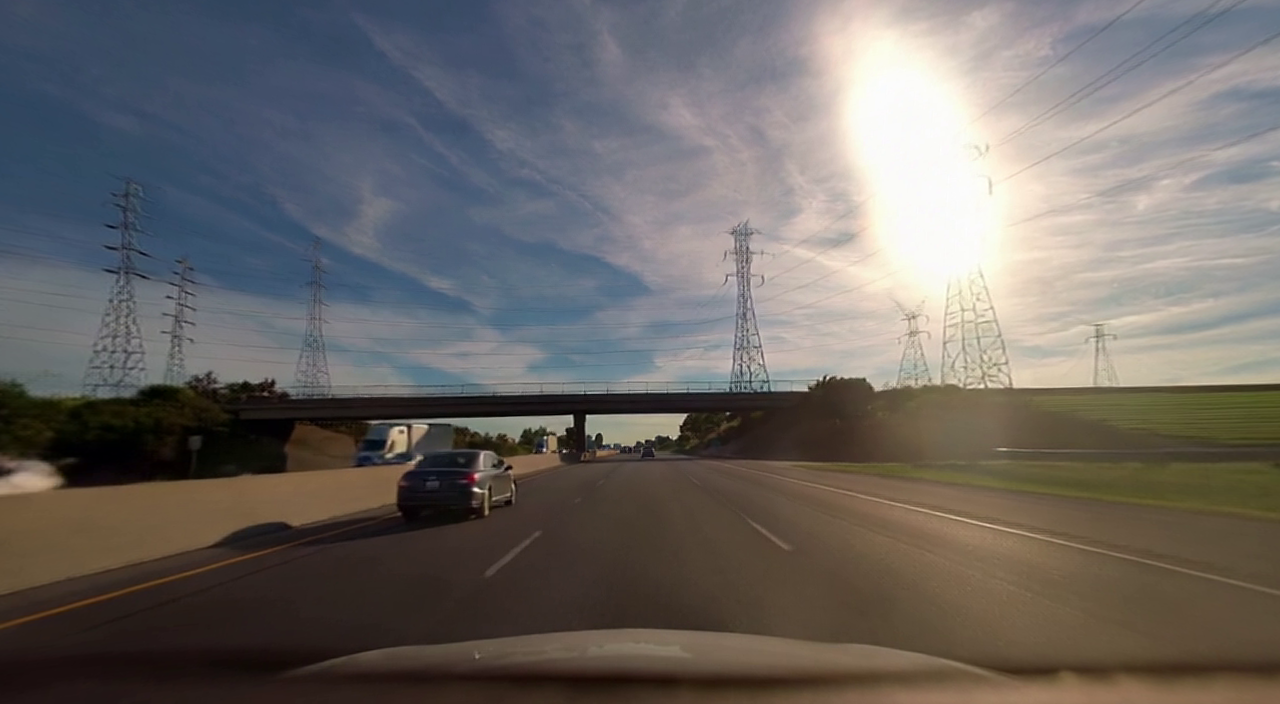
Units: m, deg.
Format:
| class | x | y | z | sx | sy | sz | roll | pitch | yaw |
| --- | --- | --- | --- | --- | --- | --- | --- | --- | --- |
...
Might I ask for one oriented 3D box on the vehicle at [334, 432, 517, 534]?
| class | x | y | z | sx | sy | sz | roll | pitch | yaw |
| --- | --- | --- | --- | --- | --- | --- | --- | --- | --- |
| vehicle | -3.712 | 2.344 | 11.815 | 1.924 | 1.550 | 4.165 | 0 | -9 | 1 |
